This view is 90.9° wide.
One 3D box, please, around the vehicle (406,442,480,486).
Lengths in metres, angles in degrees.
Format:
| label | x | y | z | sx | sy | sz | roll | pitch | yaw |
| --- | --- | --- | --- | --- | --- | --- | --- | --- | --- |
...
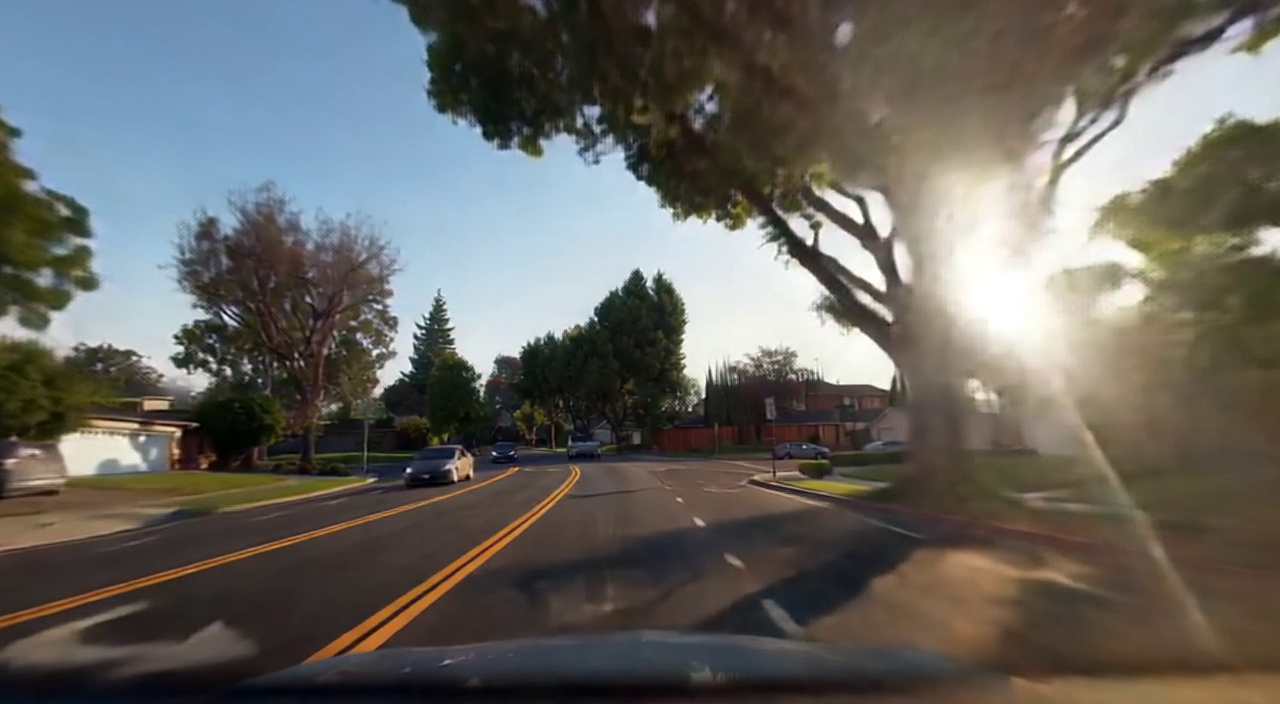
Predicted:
| label | x | y | z | sx | sy | sz | roll | pitch | yaw |
| --- | --- | --- | --- | --- | --- | --- | --- | --- | --- |
| vehicle | -7.853 | 4.471 | 25.551 | 1.910 | 1.538 | 4.478 | -2 | -8 | -4 |

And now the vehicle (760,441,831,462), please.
| label | x | y | z | sx | sy | sz | roll | pitch | yaw |
| --- | --- | --- | --- | --- | --- | --- | --- | --- | --- |
| vehicle | 11.210 | 7.221 | 45.734 | 4.737 | 1.447 | 1.766 | -1 | -9 | 6 |

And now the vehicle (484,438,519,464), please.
| label | x | y | z | sx | sy | sz | roll | pitch | yaw |
| --- | --- | --- | --- | --- | --- | --- | --- | --- | --- |
| vehicle | -9.683 | 6.947 | 44.336 | 2.069 | 1.740 | 4.446 | 1 | -9 | -9 |

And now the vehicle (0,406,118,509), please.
| label | x | y | z | sx | sy | sz | roll | pitch | yaw |
| --- | --- | --- | --- | --- | --- | --- | --- | --- | --- |
| vehicle | -19.846 | 3.160 | 19.162 | 6.474 | 2.781 | 2.364 | -2 | -9 | 12 |

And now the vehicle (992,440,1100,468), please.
| label | x | y | z | sx | sy | sz | roll | pitch | yaw |
| --- | --- | --- | --- | --- | --- | --- | --- | --- | --- |
| vehicle | 22.599 | 5.695 | 35.279 | 4.607 | 1.481 | 1.884 | -2 | -9 | 11 |

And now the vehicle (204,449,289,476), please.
| label | x | y | z | sx | sy | sz | roll | pitch | yaw |
| --- | --- | --- | --- | --- | --- | --- | --- | --- | --- |
| vehicle | -26.315 | 7.361 | 42.232 | 4.378 | 1.714 | 1.977 | 0 | -8 | 2 |

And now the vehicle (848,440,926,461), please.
| label | x | y | z | sx | sy | sz | roll | pitch | yaw |
| --- | --- | --- | --- | --- | --- | --- | --- | --- | --- |
| vehicle | 17.447 | 6.993 | 44.776 | 4.795 | 1.468 | 1.945 | -1 | -9 | 9 |

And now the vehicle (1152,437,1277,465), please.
| label | x | y | z | sx | sy | sz | roll | pitch | yaw |
| --- | --- | --- | --- | --- | --- | --- | --- | --- | --- |
| vehicle | 31.066 | 5.366 | 34.200 | 4.587 | 1.460 | 1.895 | -1 | -9 | 9 |
